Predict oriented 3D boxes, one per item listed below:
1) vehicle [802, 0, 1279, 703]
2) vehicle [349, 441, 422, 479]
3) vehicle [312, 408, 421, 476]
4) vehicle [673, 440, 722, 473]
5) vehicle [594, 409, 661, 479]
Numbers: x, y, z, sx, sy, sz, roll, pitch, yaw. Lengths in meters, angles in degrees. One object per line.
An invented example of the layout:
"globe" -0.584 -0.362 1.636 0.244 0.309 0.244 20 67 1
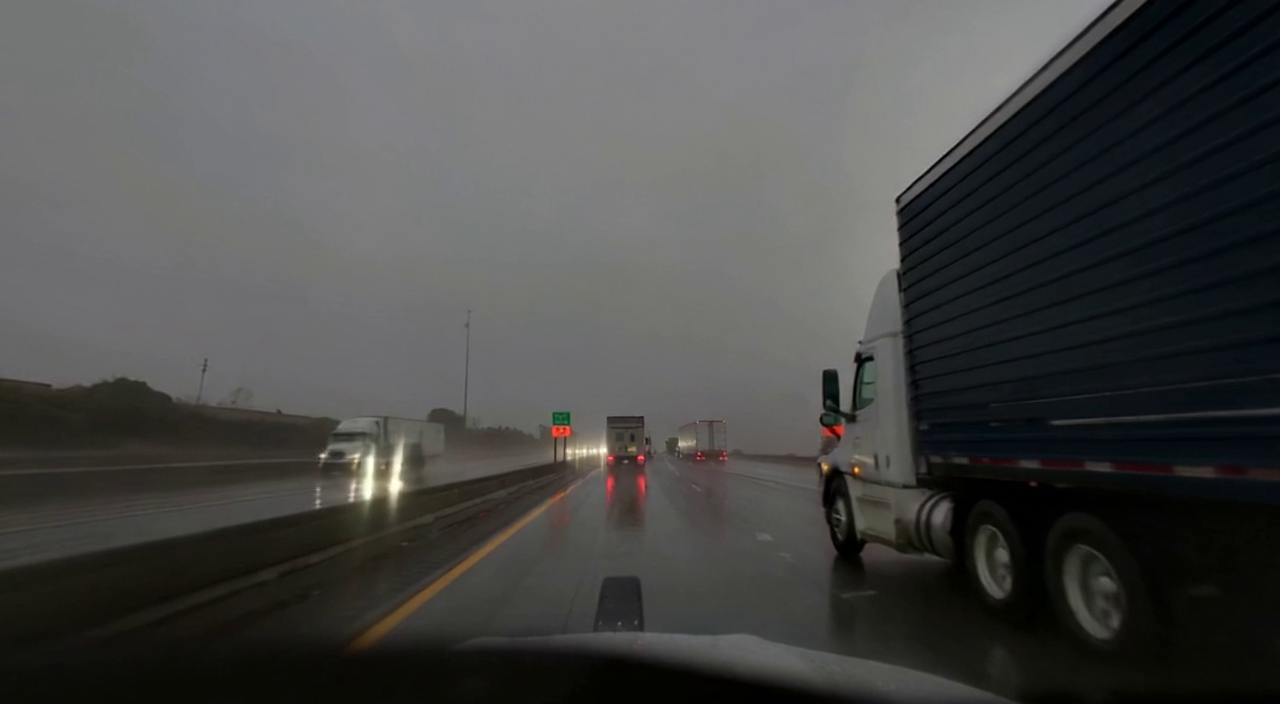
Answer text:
"vehicle" 3.856 -0.131 3.368 2.972 4.007 10.643 0 -9 -1
"vehicle" -13.674 5.808 34.008 2.044 1.914 4.638 0 -9 0
"vehicle" -18.345 6.263 43.151 3.003 4.059 10.427 0 -9 -2
"vehicle" 2.993 5.563 33.491 2.127 1.642 3.899 0 -9 -1
"vehicle" -0.404 4.146 28.083 2.506 2.743 6.093 -1 -9 3
